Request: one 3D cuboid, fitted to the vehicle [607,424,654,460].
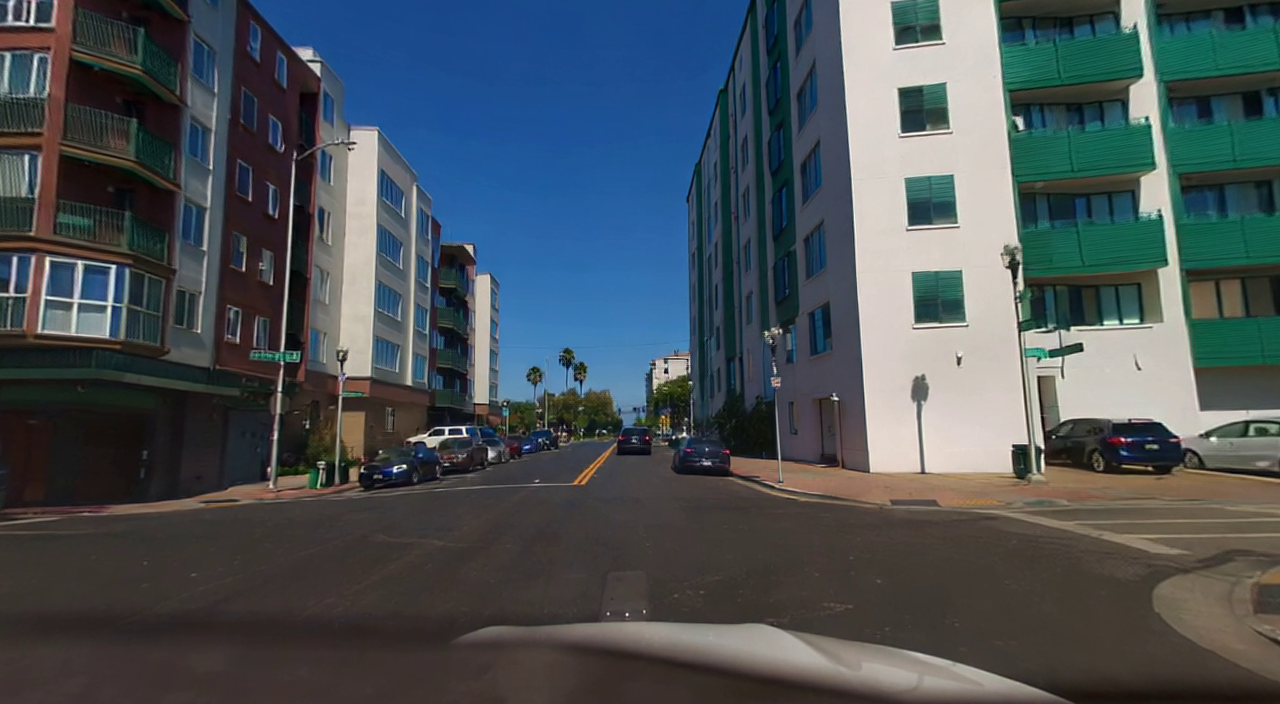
[{"bbox_3d":[-0.508,4.924,34.428,2.412,1.834,4.636,0,-8,-1],"label":"vehicle"}]

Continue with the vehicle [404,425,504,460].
[{"bbox_3d":[-11.445,5.588,38.870,5.540,1.950,2.113,4,-12,-28],"label":"vehicle"}]

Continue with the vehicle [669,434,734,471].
[{"bbox_3d":[2.528,4.297,27.100,2.290,1.456,4.503,0,-9,-1],"label":"vehicle"}]

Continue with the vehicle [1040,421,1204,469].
[{"bbox_3d":[15.278,2.965,20.132,3.752,1.453,1.709,0,-9,2],"label":"vehicle"}]
